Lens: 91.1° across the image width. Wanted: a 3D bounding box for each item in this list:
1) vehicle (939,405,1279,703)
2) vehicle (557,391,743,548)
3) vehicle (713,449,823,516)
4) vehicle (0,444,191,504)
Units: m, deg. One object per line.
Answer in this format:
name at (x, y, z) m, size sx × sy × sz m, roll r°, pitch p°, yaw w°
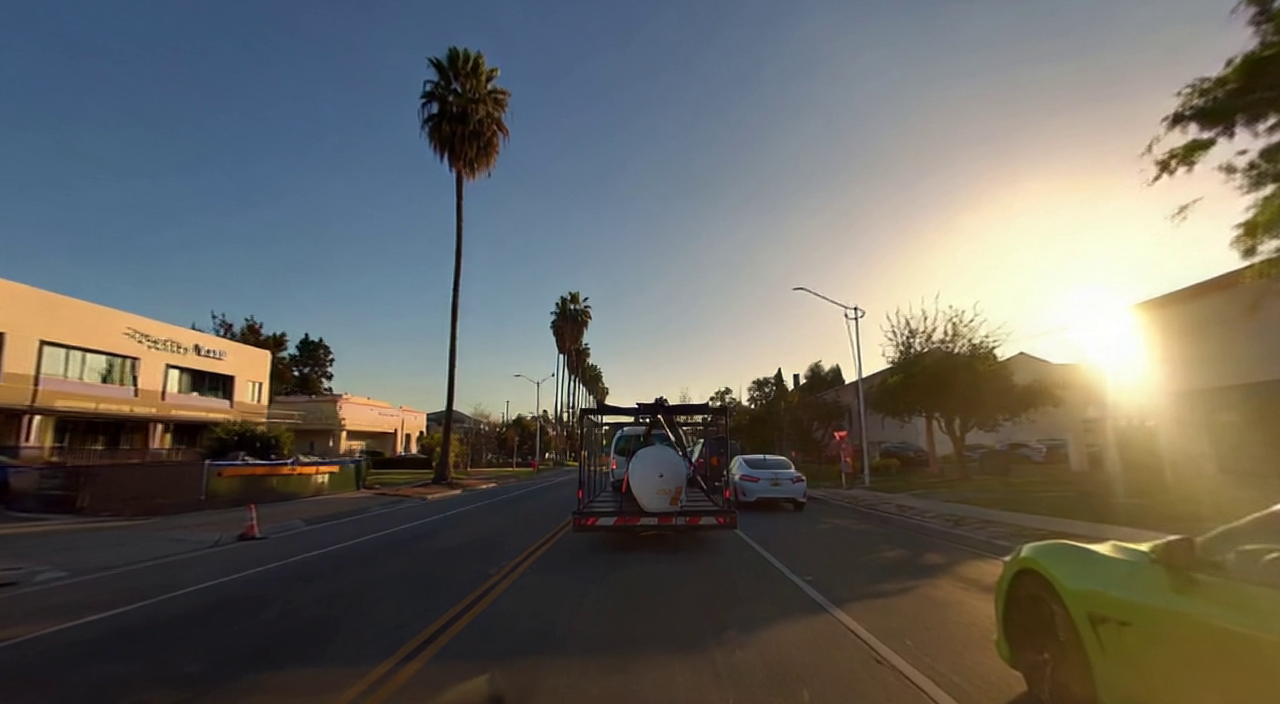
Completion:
vehicle at (3.020, 0.867, 1.485) m, size 2.171 × 1.520 × 4.853 m, roll 0°, pitch -9°, yaw -1°
vehicle at (0.180, 2.229, 12.595) m, size 2.728 × 2.305 × 6.506 m, roll 0°, pitch -9°, yaw 1°
vehicle at (3.213, 3.357, 16.683) m, size 2.010 × 1.499 × 4.107 m, roll 0°, pitch -9°, yaw 0°
vehicle at (-15.115, 3.249, 16.918) m, size 4.490 × 1.500 × 1.875 m, roll 0°, pitch -9°, yaw -2°
